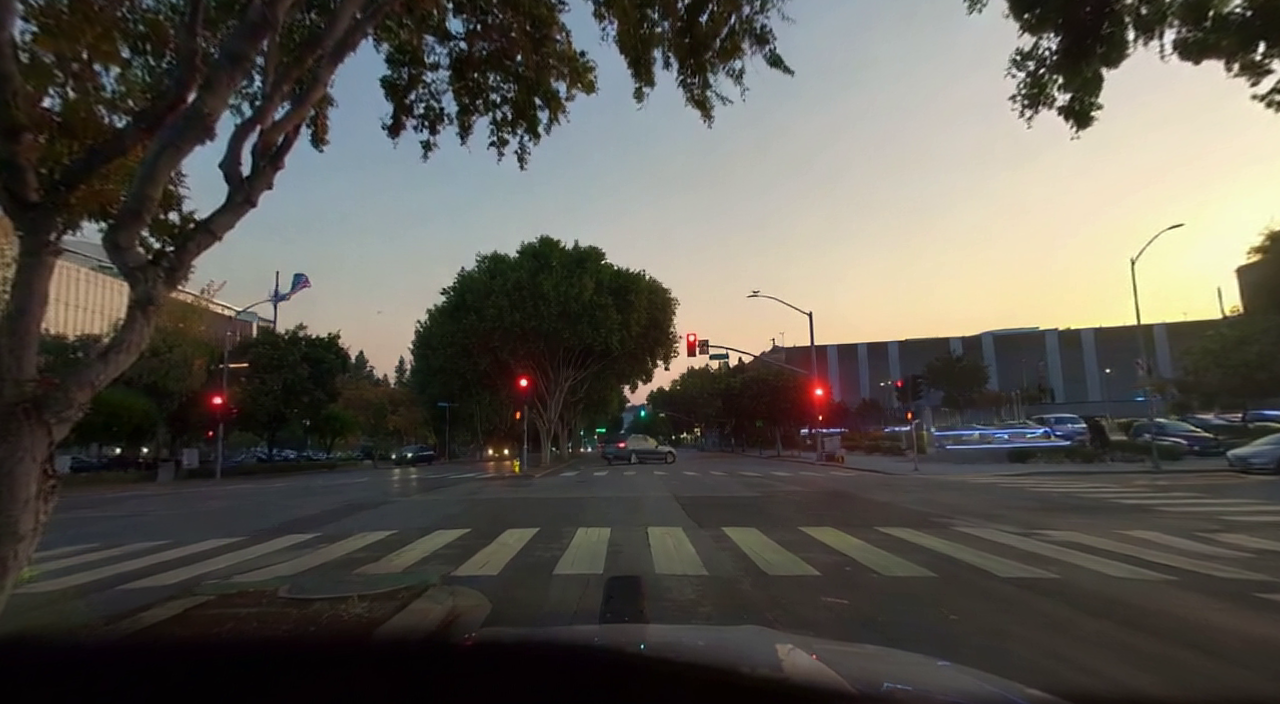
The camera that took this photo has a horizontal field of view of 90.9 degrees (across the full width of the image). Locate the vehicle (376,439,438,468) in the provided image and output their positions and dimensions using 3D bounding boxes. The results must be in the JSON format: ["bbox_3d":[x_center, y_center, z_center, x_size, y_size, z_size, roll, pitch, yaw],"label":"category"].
[{"bbox_3d":[-14.786,6.449,40.291,2.169,1.753,4.640,0,-8,0],"label":"vehicle"}]

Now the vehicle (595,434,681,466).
[{"bbox_3d":[-0.037,5.000,32.353,2.521,1.522,4.418,-5,-10,30],"label":"vehicle"}]
